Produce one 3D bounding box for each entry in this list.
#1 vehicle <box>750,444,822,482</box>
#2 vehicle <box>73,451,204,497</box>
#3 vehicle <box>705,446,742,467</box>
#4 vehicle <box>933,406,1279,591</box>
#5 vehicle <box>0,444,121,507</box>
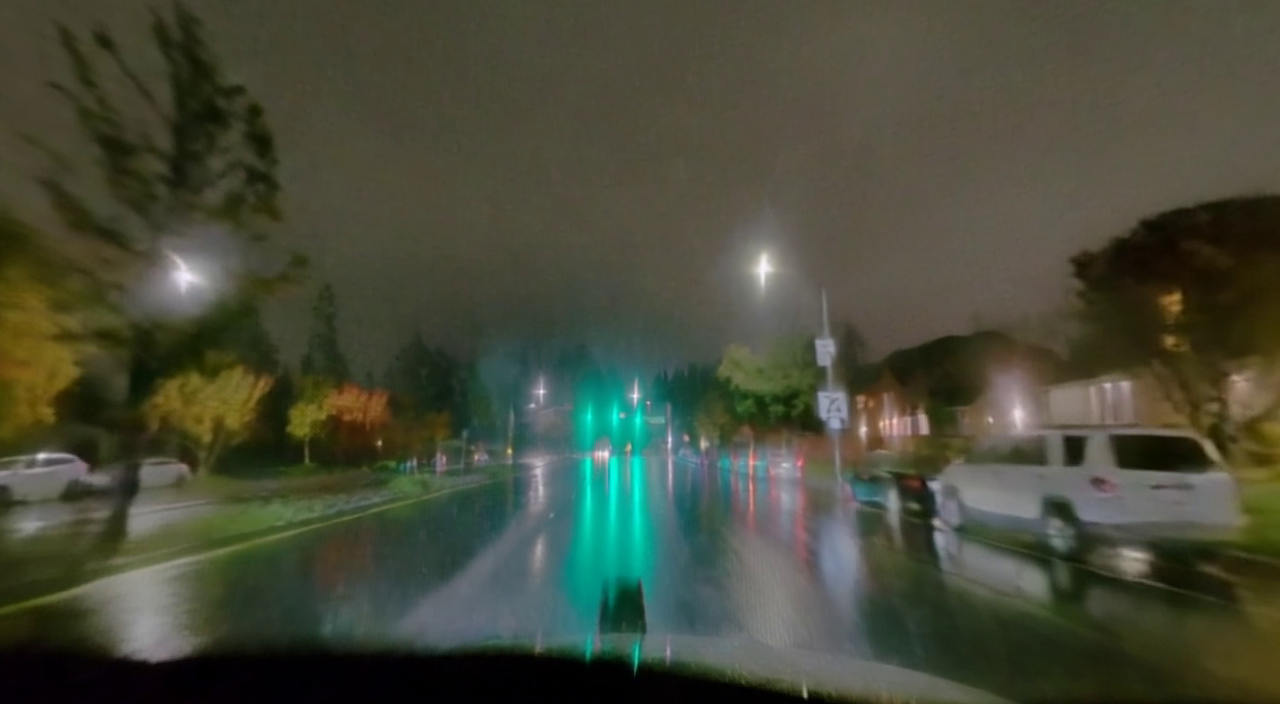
[{"bbox_3d":[6.336,4.879,27.866,1.922,1.494,4.772,0,-9,-2],"label":"vehicle"},{"bbox_3d":[-21.725,5.248,27.508,1.965,1.523,4.798,-1,-6,-2],"label":"vehicle"},{"bbox_3d":[6.094,7.713,46.463,1.945,1.481,4.421,1,-9,-3],"label":"vehicle"},{"bbox_3d":[6.417,1.858,8.884,2.032,1.844,4.964,0,-9,-1],"label":"vehicle"},{"bbox_3d":[-21.519,4.234,21.839,2.196,1.854,5.677,-1,-7,-1],"label":"vehicle"}]
